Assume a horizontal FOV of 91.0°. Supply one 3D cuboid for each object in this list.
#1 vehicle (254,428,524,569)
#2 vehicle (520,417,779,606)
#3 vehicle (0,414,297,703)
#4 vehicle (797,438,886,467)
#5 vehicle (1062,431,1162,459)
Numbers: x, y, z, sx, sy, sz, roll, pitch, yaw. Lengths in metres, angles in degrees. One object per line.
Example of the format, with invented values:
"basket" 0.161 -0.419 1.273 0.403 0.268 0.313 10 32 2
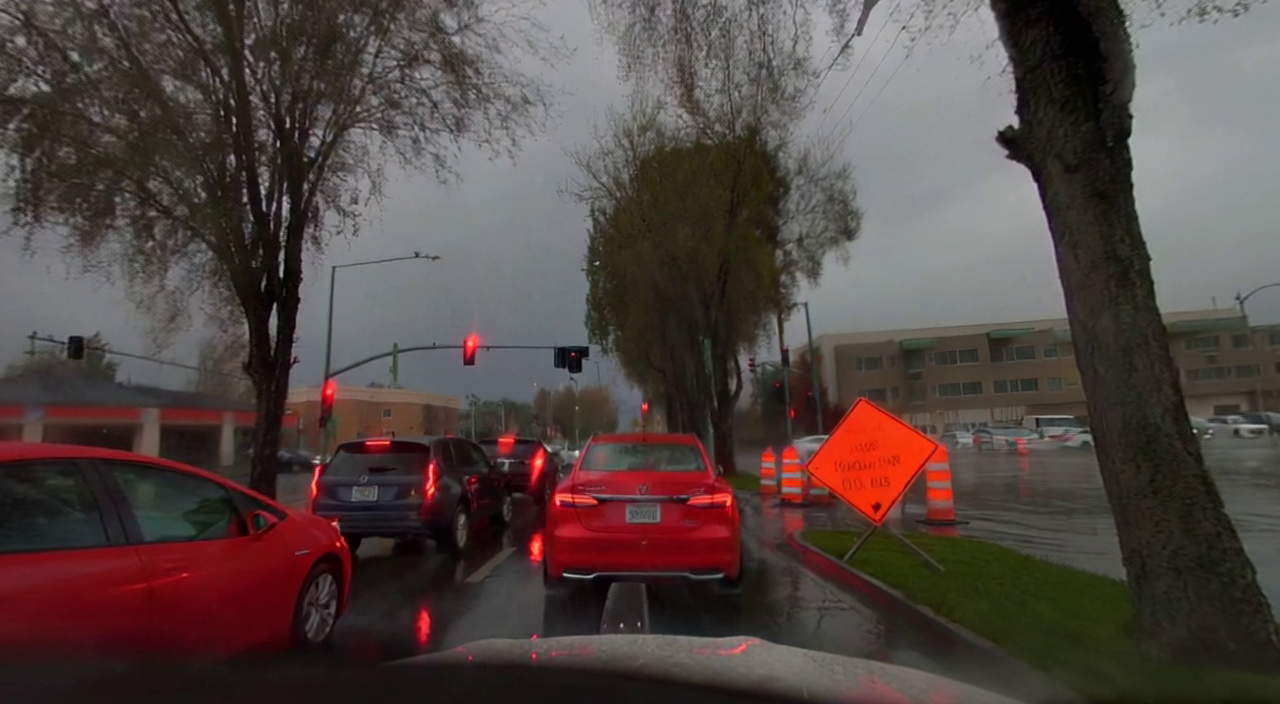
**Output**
"vehicle" -3.263 1.997 9.456 1.989 1.541 4.626 0 -9 2
"vehicle" 0.120 1.622 7.214 2.167 1.560 3.676 0 -9 1
"vehicle" -3.578 0.944 2.154 2.064 1.497 4.722 0 -9 1
"vehicle" 12.872 6.444 40.462 5.002 1.768 2.065 0 -9 2
"vehicle" 30.433 6.023 40.708 4.827 1.729 1.986 0 -9 1
